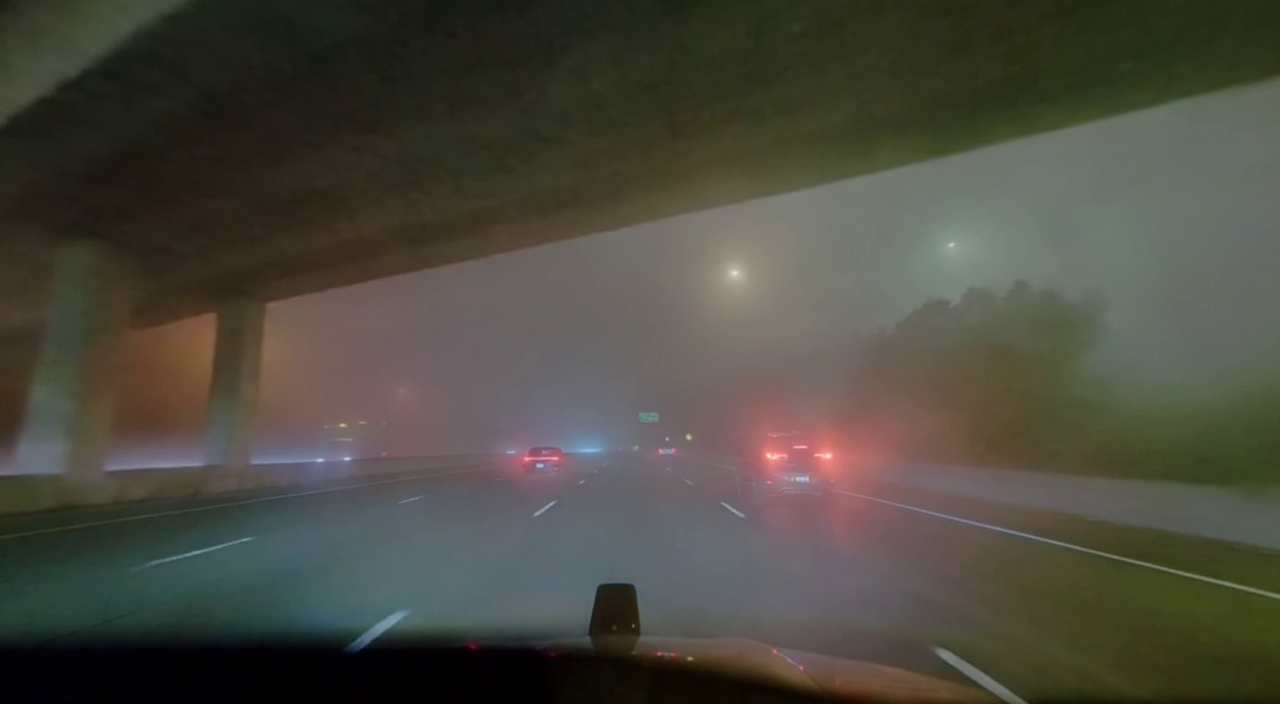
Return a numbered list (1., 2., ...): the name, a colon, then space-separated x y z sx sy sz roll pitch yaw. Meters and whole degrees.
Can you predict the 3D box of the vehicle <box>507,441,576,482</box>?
1. vehicle: -3.858 4.355 25.453 2.037 1.514 4.335 0 -9 0
